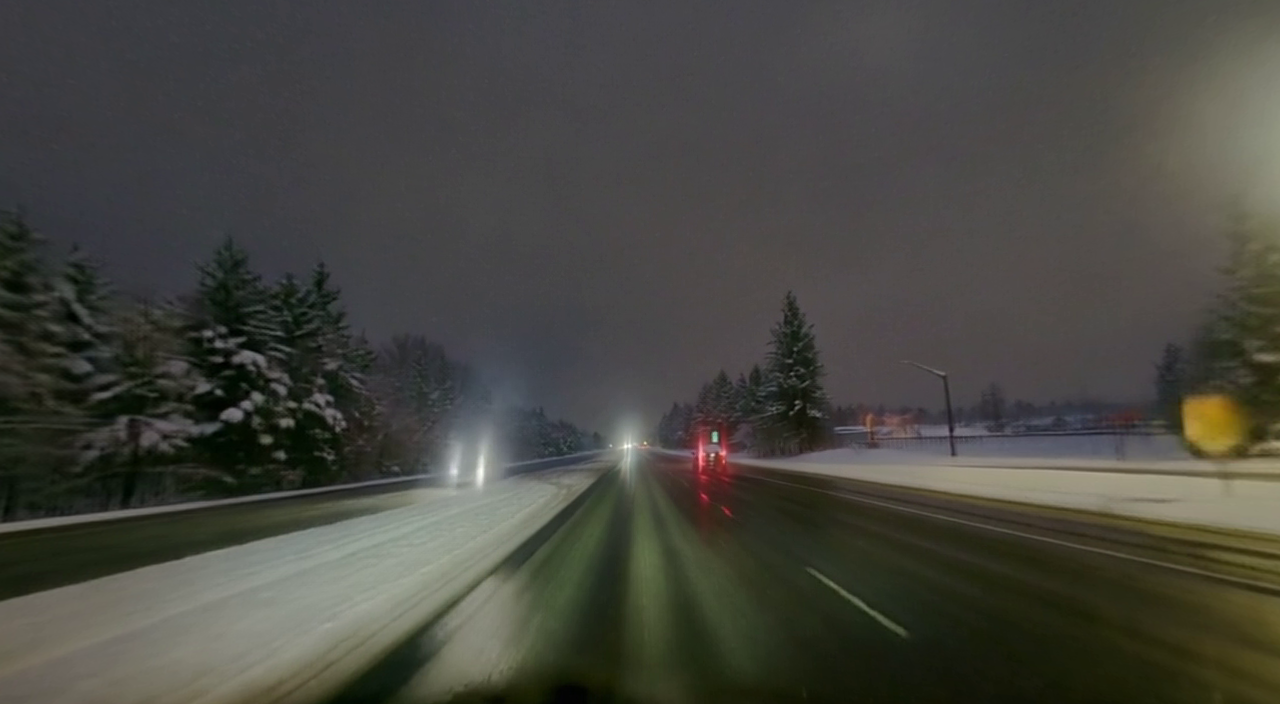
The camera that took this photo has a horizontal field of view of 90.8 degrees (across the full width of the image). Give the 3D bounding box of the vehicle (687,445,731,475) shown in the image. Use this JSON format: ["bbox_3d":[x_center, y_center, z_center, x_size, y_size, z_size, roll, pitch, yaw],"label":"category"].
[{"bbox_3d":[3.909,6.241,36.612,2.013,1.584,3.995,0,-9,-1],"label":"vehicle"}]

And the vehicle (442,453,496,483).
[{"bbox_3d":[-9.894,6.693,36.774,1.887,1.603,4.509,0,-9,0],"label":"vehicle"}]
